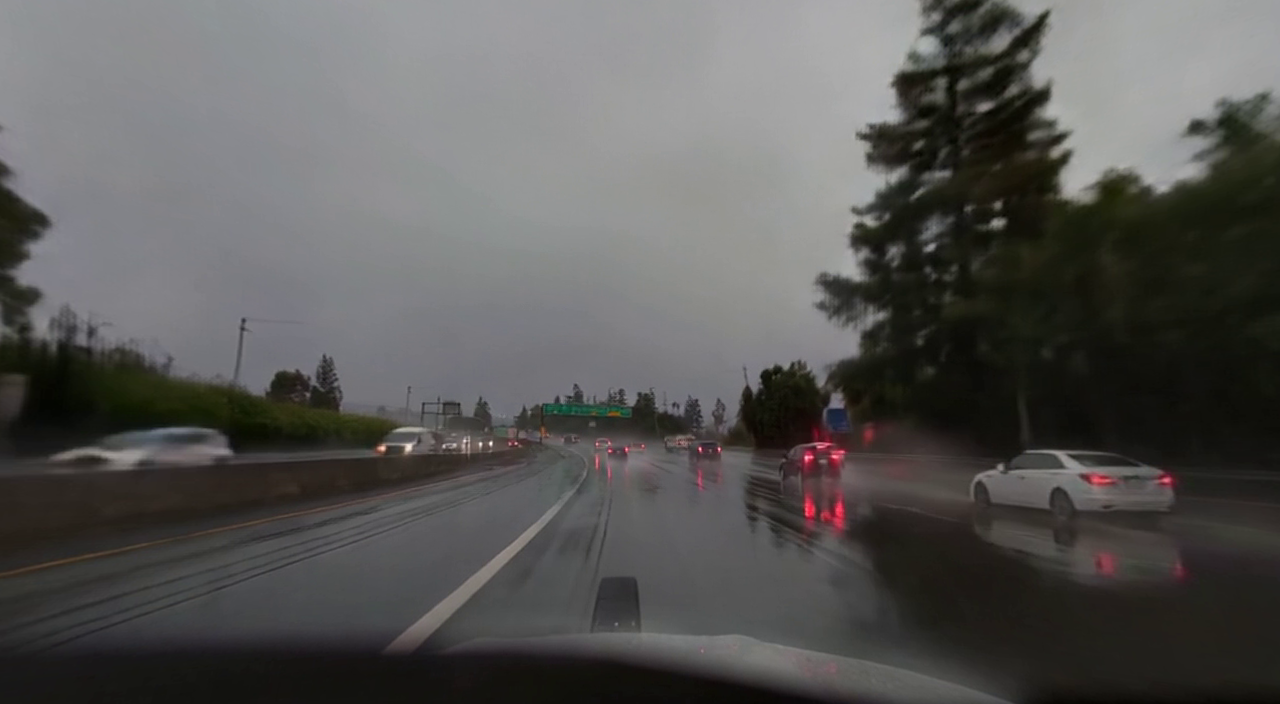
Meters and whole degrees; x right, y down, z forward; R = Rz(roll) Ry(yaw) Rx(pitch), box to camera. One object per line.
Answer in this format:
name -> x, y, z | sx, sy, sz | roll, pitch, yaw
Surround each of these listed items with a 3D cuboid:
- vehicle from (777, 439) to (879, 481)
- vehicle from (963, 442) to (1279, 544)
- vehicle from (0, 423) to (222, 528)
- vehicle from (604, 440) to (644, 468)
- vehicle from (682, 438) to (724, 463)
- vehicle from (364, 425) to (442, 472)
vehicle -> 7.290, 4.265, 25.150 | 2.196, 1.494, 4.735 | 1, -9, -6
vehicle -> 7.949, 2.298, 11.056 | 2.042, 1.390, 4.386 | 1, -9, -4
vehicle -> -9.670, 2.047, 10.995 | 1.844, 1.451, 4.488 | 0, -9, -3
vehicle -> -0.985, 5.824, 36.183 | 2.090, 1.510, 4.280 | 1, -9, -4
vehicle -> 4.210, 6.702, 42.998 | 2.094, 1.652, 3.955 | 1, -9, -5
vehicle -> -10.528, 4.342, 28.422 | 2.064, 1.918, 4.078 | 0, -9, -3
